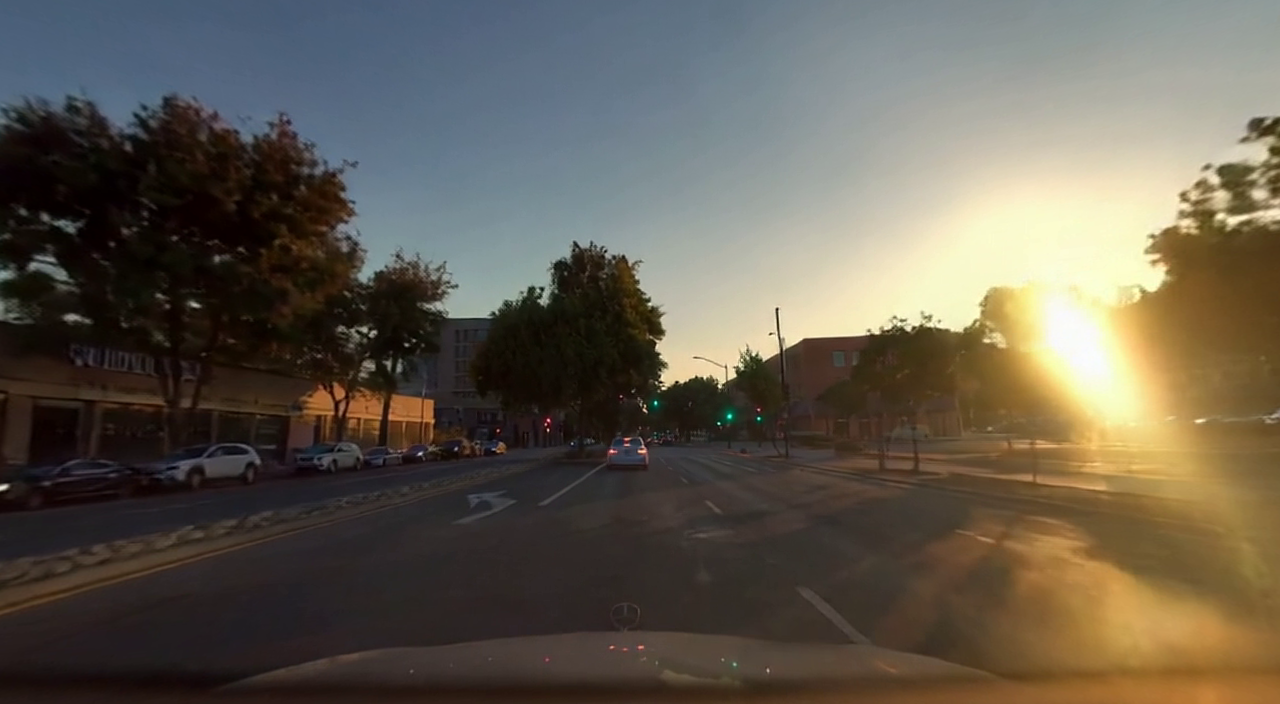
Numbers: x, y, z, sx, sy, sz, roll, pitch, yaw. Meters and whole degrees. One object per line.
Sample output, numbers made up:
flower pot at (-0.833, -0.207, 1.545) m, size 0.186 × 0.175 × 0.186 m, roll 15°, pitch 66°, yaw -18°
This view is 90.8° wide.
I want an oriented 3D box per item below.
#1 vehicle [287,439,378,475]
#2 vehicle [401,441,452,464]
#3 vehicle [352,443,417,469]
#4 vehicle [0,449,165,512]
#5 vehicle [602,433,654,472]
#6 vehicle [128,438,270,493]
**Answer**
vehicle at (-15.722, 5.389, 32.631) m, size 2.130 × 1.692 × 4.734 m, roll -1°, pitch -9°, yaw 2°
vehicle at (-15.792, 7.438, 46.961) m, size 2.131 × 1.560 × 4.563 m, roll 0°, pitch -9°, yaw 0°
vehicle at (-15.787, 6.442, 39.350) m, size 1.931 × 1.455 × 5.023 m, roll 0°, pitch -9°, yaw 0°
vehicle at (-15.560, 3.369, 17.096) m, size 1.980 × 1.427 × 4.449 m, roll 0°, pitch -9°, yaw -1°
vehicle at (-0.468, 4.226, 26.629) m, size 2.045 × 1.510 × 3.690 m, roll 0°, pitch -9°, yaw 0°
vehicle at (-15.679, 4.059, 22.799) m, size 1.981 × 1.755 × 4.113 m, roll -1°, pitch -9°, yaw 3°
